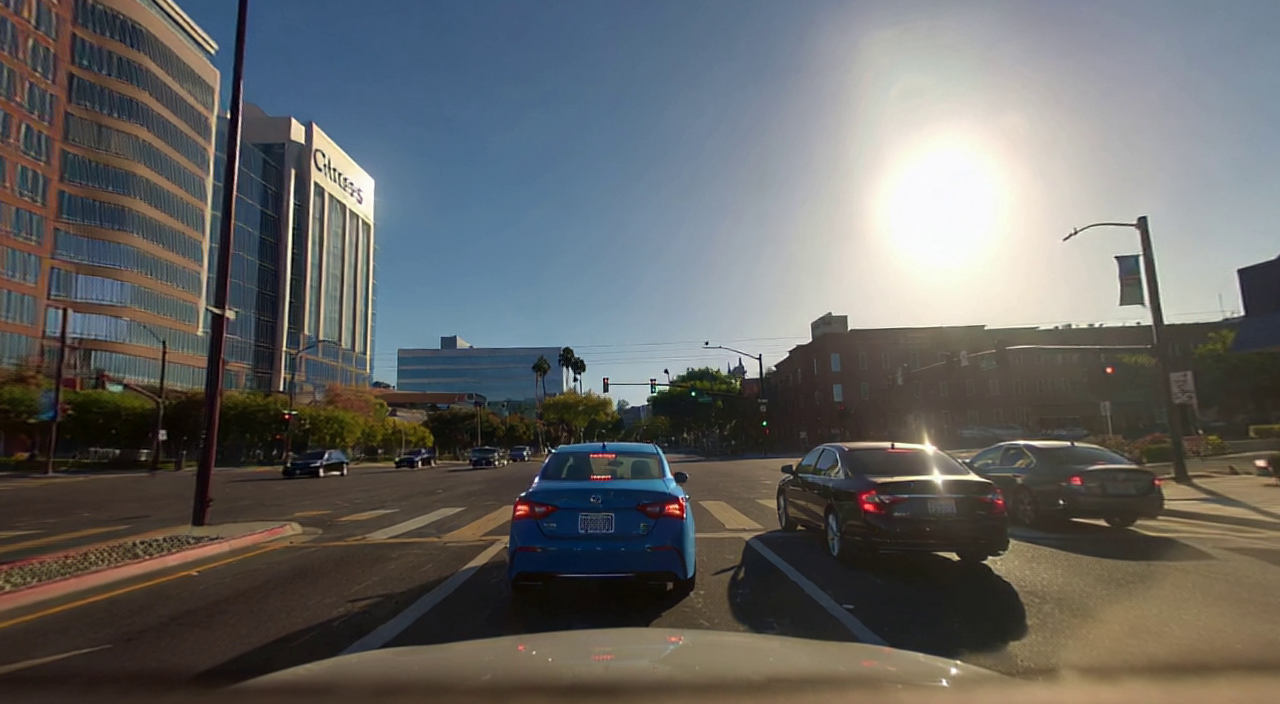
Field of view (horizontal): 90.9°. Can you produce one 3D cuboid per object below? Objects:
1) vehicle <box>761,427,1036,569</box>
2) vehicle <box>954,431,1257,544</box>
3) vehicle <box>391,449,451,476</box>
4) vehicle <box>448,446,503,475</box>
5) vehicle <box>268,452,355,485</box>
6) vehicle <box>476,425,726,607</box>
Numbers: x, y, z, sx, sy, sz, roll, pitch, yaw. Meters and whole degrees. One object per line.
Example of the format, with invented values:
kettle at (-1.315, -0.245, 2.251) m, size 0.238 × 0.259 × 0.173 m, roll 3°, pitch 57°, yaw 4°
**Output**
vehicle at (3.216, 1.887, 8.965) m, size 2.042 × 1.508 × 4.109 m, roll 0°, pitch -8°, yaw -2°
vehicle at (7.445, 2.164, 10.781) m, size 1.908 × 1.517 × 4.182 m, roll 0°, pitch -8°, yaw -1°
vehicle at (-13.009, 6.556, 37.722) m, size 2.049 × 1.483 × 4.407 m, roll 0°, pitch -8°, yaw 0°
vehicle at (-9.192, 6.079, 35.468) m, size 2.045 × 1.492 × 3.816 m, roll 0°, pitch -8°, yaw 0°
vehicle at (-16.592, 5.874, 32.167) m, size 2.048 × 1.463 × 4.530 m, roll 0°, pitch -8°, yaw -1°
vehicle at (-0.368, 1.653, 7.284) m, size 2.059 × 1.477 × 3.988 m, roll 0°, pitch -8°, yaw -1°
